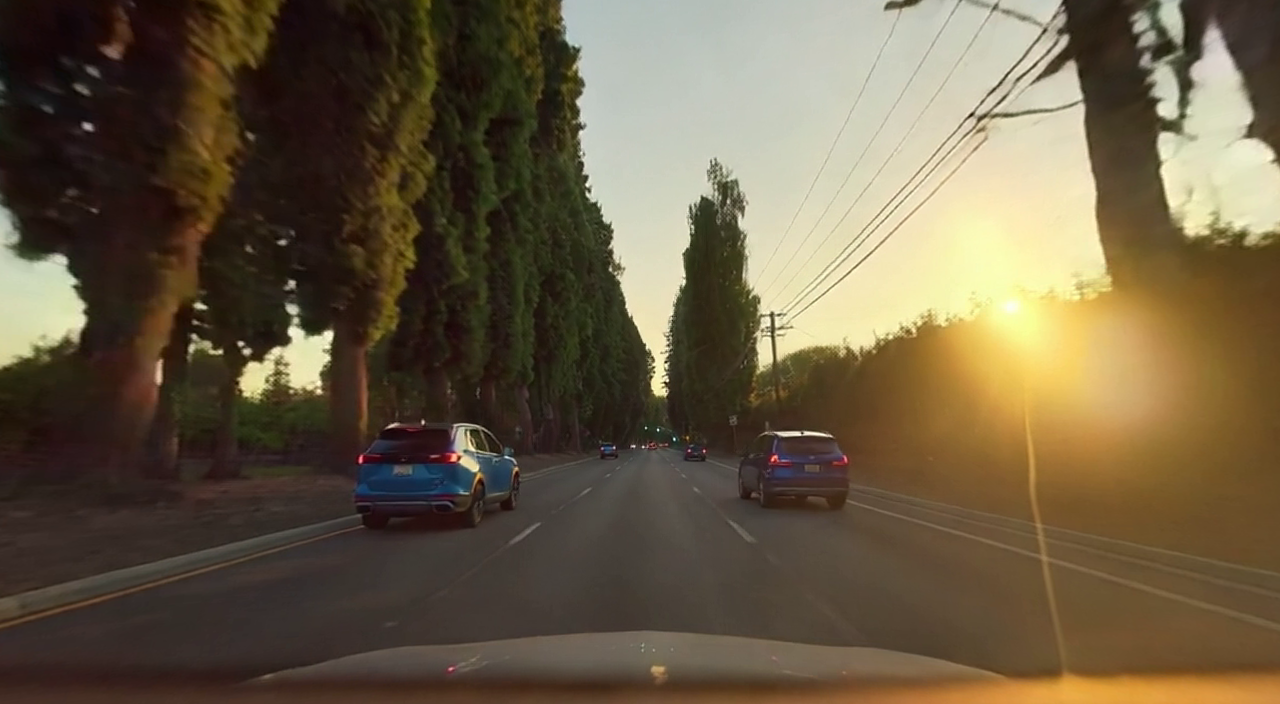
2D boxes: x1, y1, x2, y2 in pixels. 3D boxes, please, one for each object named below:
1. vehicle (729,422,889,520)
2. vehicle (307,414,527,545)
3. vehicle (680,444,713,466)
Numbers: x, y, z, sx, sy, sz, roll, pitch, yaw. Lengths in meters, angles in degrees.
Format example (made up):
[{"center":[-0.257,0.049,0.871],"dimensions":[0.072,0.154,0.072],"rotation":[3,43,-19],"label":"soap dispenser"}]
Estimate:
[{"center":[3.360,2.479,13.625],"dimensions":[2.182,1.744,4.464],"rotation":[0,-8,0],"label":"vehicle"},{"center":[-3.481,2.082,10.979],"dimensions":[2.104,1.785,4.494],"rotation":[0,-8,1],"label":"vehicle"},{"center":[3.890,7.193,44.159],"dimensions":[1.906,1.468,4.422],"rotation":[0,-8,0],"label":"vehicle"}]
